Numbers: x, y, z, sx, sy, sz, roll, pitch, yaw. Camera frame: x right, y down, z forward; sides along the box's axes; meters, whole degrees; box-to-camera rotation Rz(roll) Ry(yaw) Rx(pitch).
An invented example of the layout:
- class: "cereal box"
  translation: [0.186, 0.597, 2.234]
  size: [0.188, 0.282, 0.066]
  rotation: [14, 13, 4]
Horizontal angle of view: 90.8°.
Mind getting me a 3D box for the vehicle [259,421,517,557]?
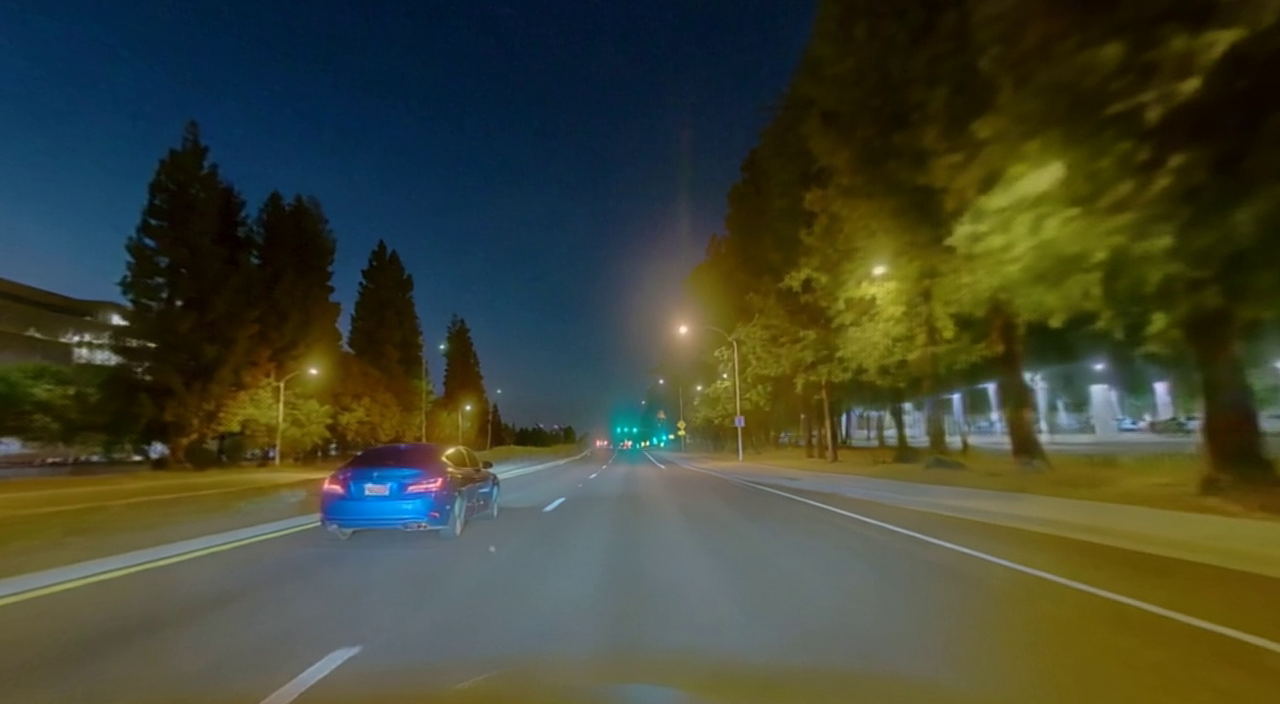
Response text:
- class: "vehicle"
  translation: [-3.156, 1.801, 9.006]
  size: [1.964, 1.472, 4.078]
  rotation: [0, -8, 0]
